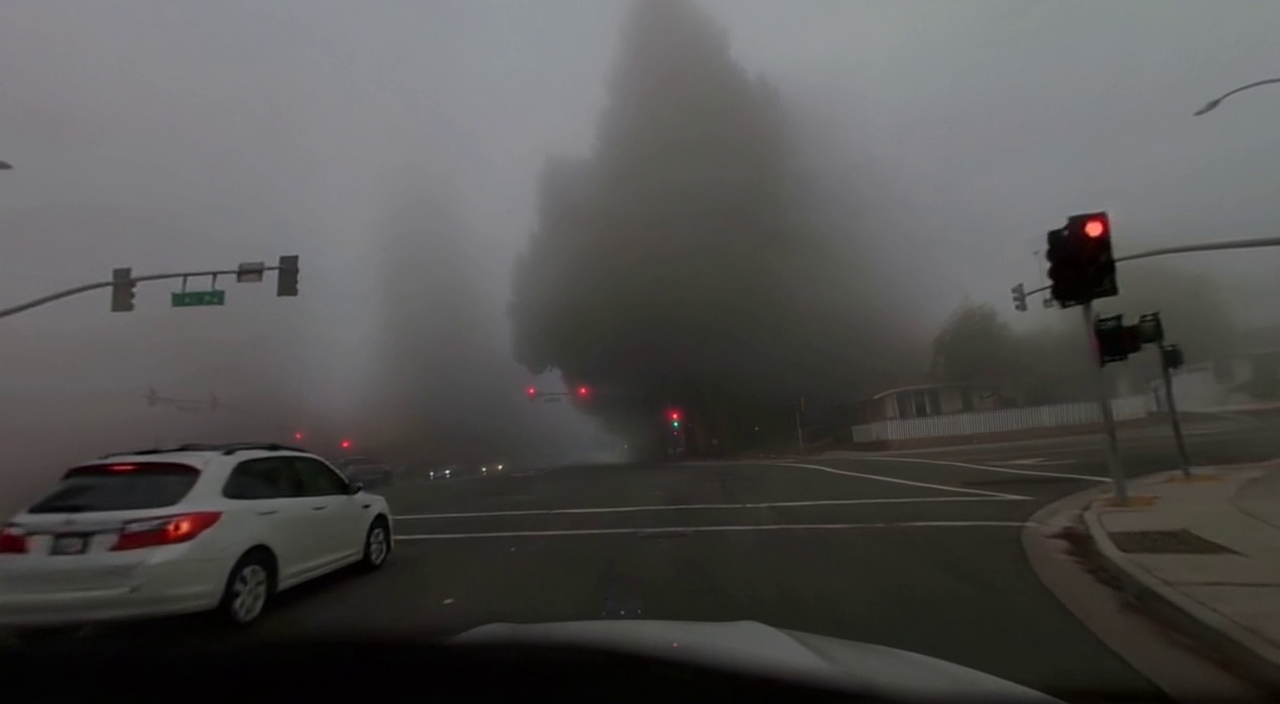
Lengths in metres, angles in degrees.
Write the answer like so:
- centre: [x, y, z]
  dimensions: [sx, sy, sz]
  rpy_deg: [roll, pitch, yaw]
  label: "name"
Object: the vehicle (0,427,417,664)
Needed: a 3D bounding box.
- centre: [-3.776, 1.574, 6.153]
  dimensions: [1.777, 1.537, 3.831]
  rpy_deg: [0, -9, 0]
  label: "vehicle"
